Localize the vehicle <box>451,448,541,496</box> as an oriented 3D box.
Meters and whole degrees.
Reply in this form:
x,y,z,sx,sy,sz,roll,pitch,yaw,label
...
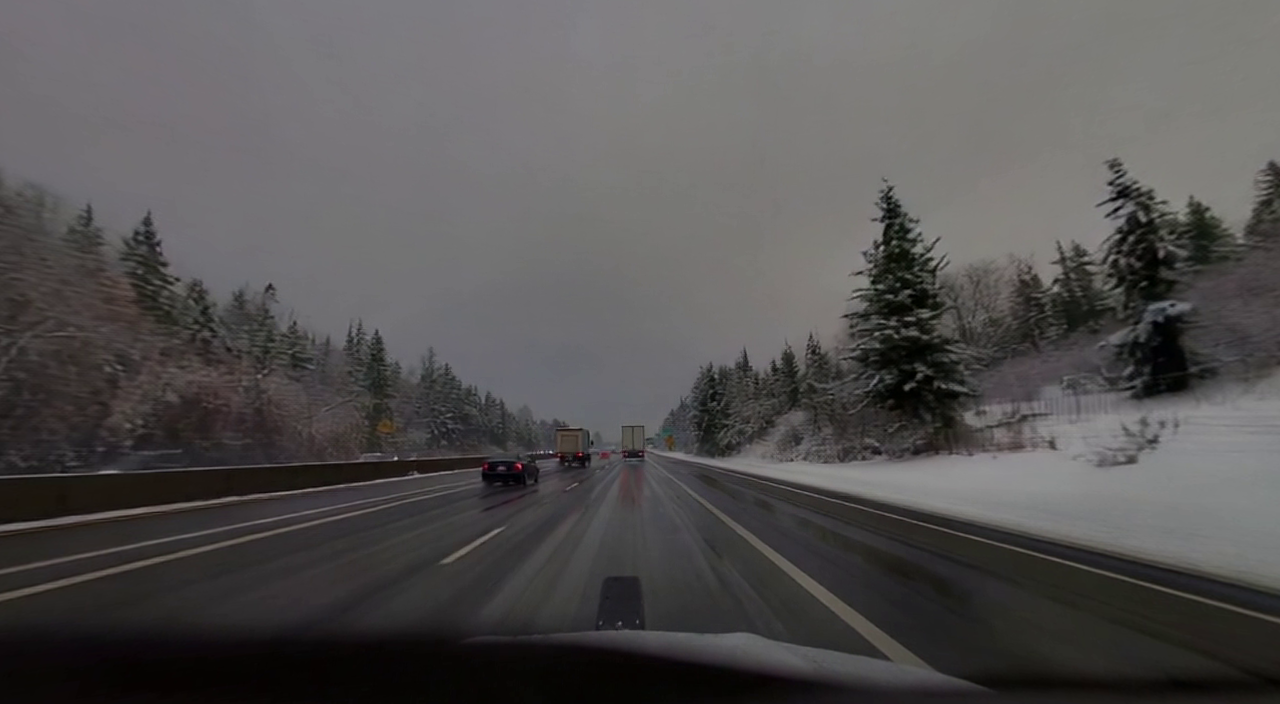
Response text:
x,y,z,sx,sy,sz,roll,pitch,yaw,label
-4.813,4.075,21.851,1.979,1.459,4.643,0,-9,0,vehicle

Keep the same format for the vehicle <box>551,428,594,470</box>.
x,y,z,sx,sy,sz,roll,pitch,yaw,label
-4.764,7.015,45.539,2.368,2.813,6.329,0,-9,0,vehicle

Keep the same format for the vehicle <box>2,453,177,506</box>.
x,y,z,sx,sy,sz,roll,pitch,yaw,label
-17.744,4.087,20.681,1.865,1.509,4.237,0,-9,0,vehicle

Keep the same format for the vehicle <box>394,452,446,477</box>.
x,y,z,sx,sy,sz,roll,pitch,yaw,label
-13.646,6.972,39.277,1.904,1.435,3.558,0,-9,0,vehicle
